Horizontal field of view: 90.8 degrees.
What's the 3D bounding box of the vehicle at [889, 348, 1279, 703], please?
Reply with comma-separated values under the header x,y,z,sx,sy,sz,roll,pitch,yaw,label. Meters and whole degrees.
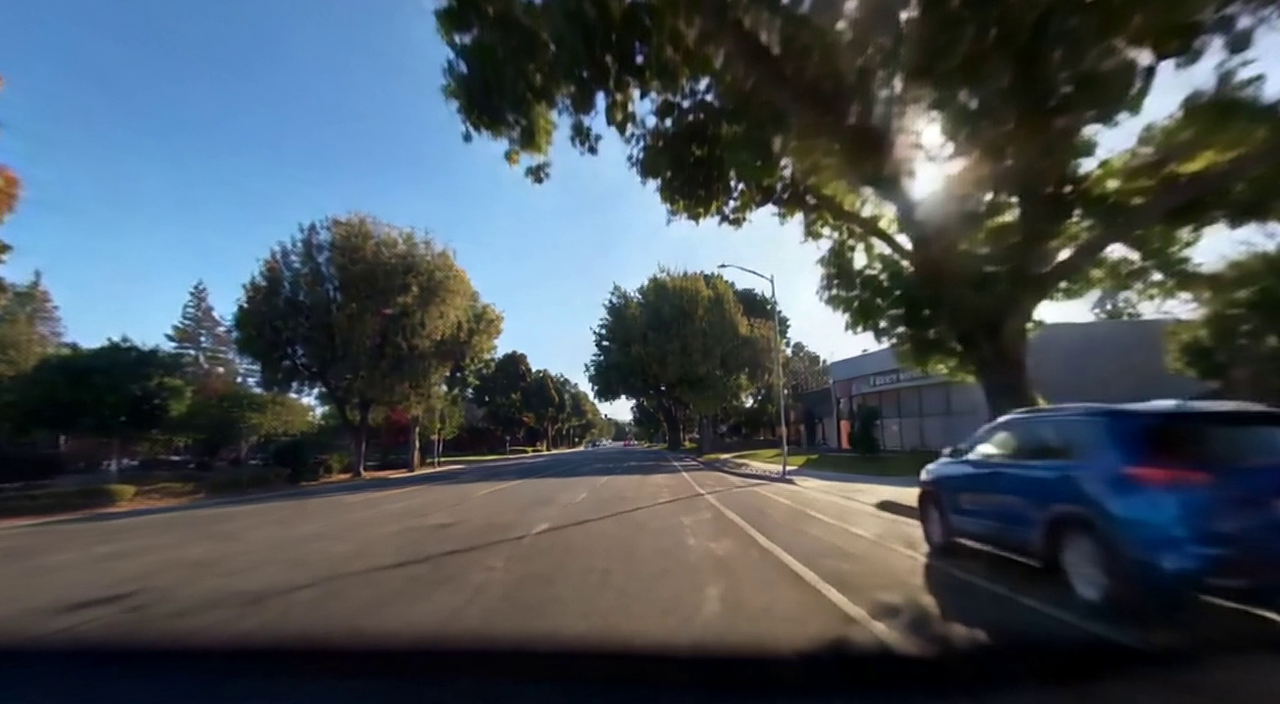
x,y,z,sx,sy,sz,roll,pitch,yaw,label
4.293,1.222,5.508,2.228,1.814,4.576,0,-9,-2,vehicle
